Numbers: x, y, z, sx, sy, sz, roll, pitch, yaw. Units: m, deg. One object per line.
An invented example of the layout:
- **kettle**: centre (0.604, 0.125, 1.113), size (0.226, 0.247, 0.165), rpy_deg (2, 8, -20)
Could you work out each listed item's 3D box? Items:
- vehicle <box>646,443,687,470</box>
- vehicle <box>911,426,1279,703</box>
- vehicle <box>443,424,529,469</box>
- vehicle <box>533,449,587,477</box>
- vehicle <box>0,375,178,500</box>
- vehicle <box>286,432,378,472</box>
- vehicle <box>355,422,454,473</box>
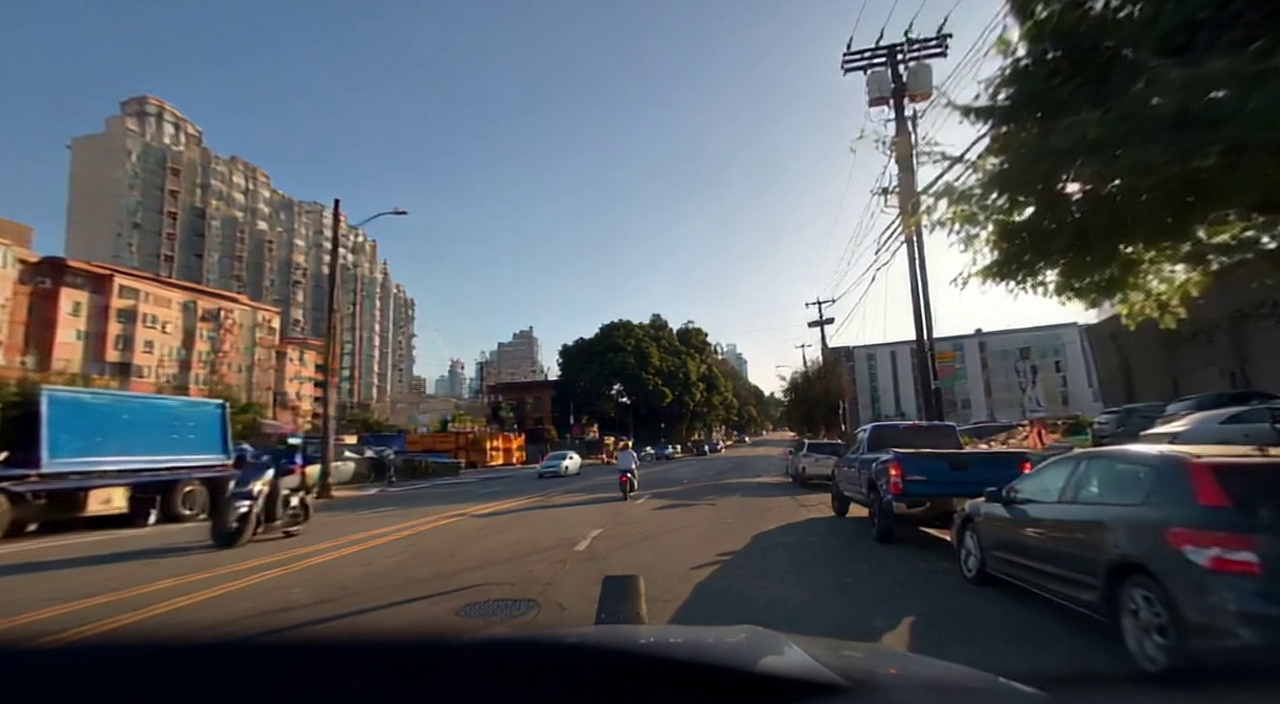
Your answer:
- **vehicle**: centre (1.760, 6.683, 40.601), size (1.925, 1.602, 4.090), rpy_deg (-2, -9, 12)
- **vehicle**: centre (3.976, 1.396, 5.078), size (1.826, 1.469, 4.608), rpy_deg (-1, -8, 4)
- **vehicle**: centre (-11.636, 7.309, 48.897), size (2.990, 3.144, 9.080), rpy_deg (-2, -9, 10)
- **vehicle**: centre (-4.949, 6.917, 39.644), size (1.905, 1.536, 4.714), rpy_deg (-2, -9, 12)
- **vehicle**: centre (-19.918, 2.062, 15.207), size (3.442, 3.445, 16.952), rpy_deg (-2, -8, 6)
- **vehicle**: centre (-23.722, 7.717, 49.076), size (2.933, 2.907, 6.416), rpy_deg (-3, -8, 13)
- **vehicle**: centre (-17.586, 7.220, 48.126), size (3.283, 3.441, 8.669), rpy_deg (-3, -8, 8)
